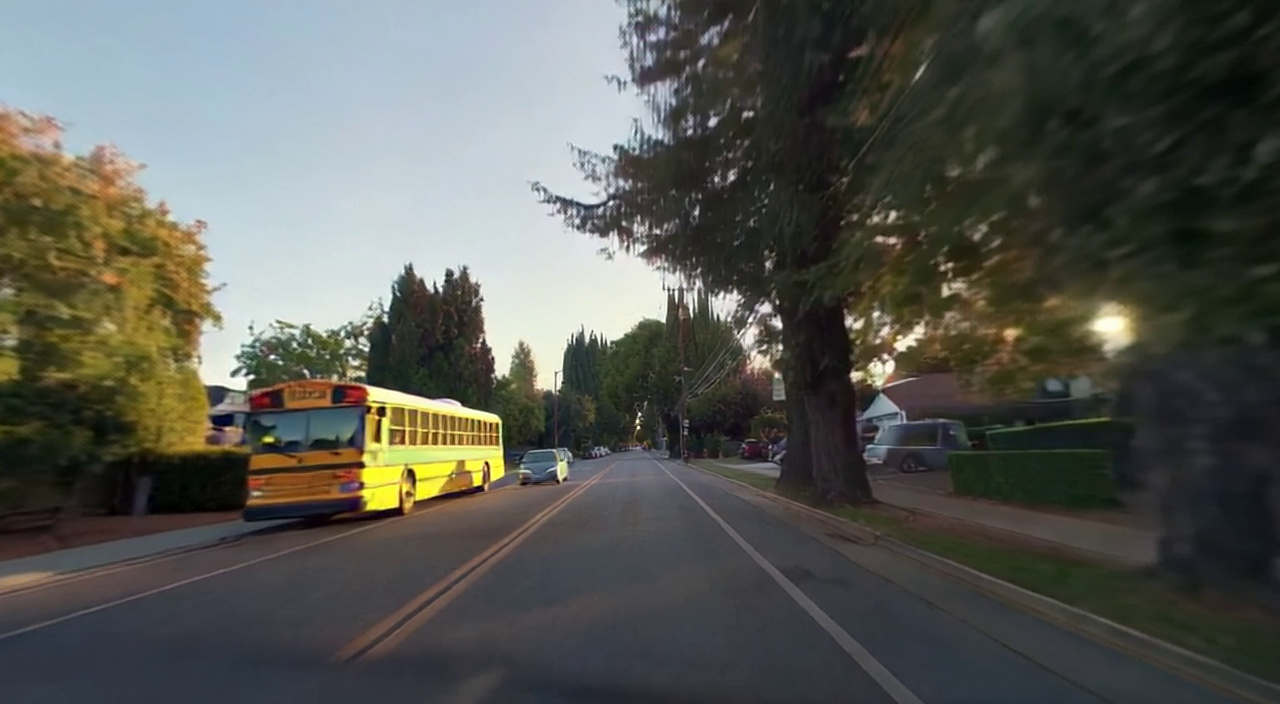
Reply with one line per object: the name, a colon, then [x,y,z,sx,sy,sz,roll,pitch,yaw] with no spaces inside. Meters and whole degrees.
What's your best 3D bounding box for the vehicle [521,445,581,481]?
vehicle: [-3.963,5.003,28.866,2.033,1.502,4.240,-1,-8,1]
